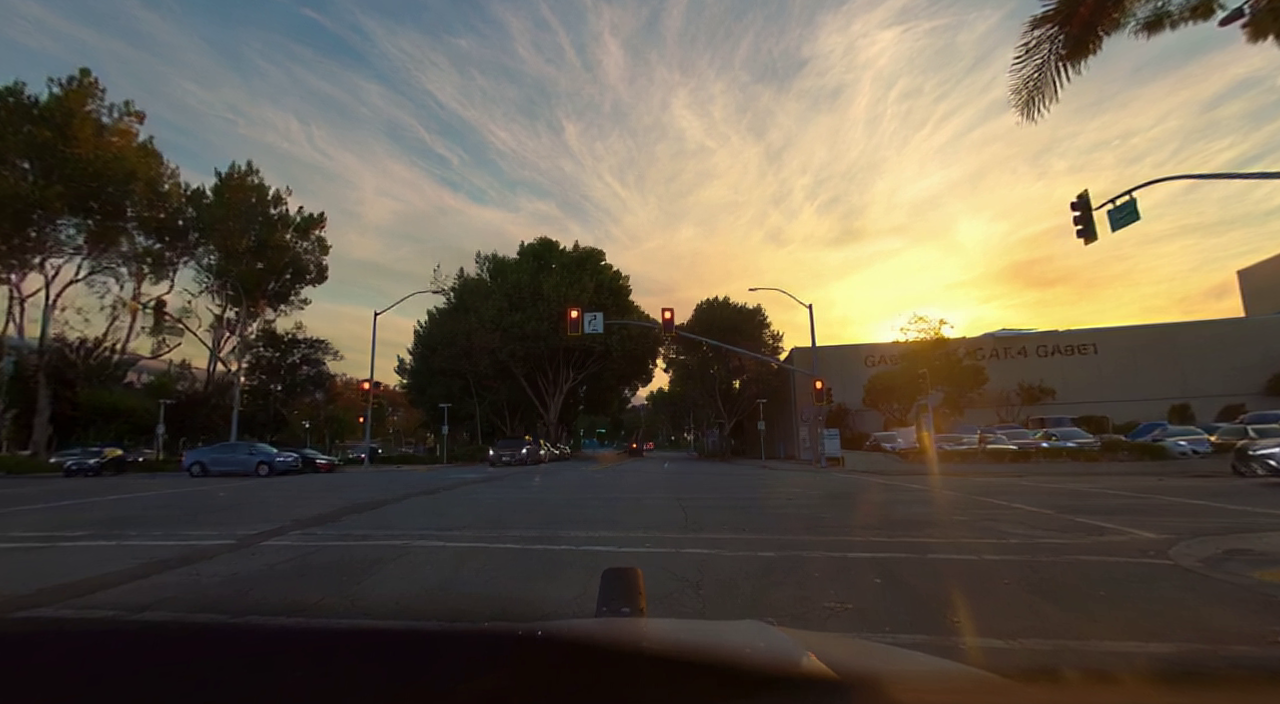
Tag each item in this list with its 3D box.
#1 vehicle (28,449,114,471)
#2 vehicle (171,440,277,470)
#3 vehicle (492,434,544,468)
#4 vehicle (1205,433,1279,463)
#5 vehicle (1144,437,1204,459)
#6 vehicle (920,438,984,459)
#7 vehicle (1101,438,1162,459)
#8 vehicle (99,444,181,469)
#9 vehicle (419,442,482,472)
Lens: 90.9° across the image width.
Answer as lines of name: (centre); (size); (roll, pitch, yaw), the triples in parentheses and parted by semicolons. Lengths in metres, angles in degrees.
vehicle: (-39.150, 7.454, 43.425); (4.144, 1.446, 1.769); (0, -8, 0)
vehicle: (-24.548, 6.071, 37.320); (4.844, 1.690, 2.028); (0, -8, 2)
vehicle: (-7.157, 5.855, 37.445); (2.081, 1.818, 4.782); (0, -8, 1)
vehicle: (30.445, 4.792, 31.635); (1.631, 1.418, 3.531); (-2, -9, 17)
vehicle: (41.253, 7.449, 48.771); (1.767, 1.456, 4.191); (-5, -12, 15)
vehicle: (21.477, 6.650, 43.379); (3.576, 1.425, 1.702); (2, -9, -13)
vehicle: (38.497, 7.543, 49.496); (1.837, 1.514, 4.786); (-2, -9, 13)
vehicle: (-38.660, 8.066, 48.833); (4.516, 1.834, 2.016); (0, -8, -1)
vehicle: (-10.636, 5.902, 35.707); (2.041, 1.548, 4.868); (0, -8, 0)
